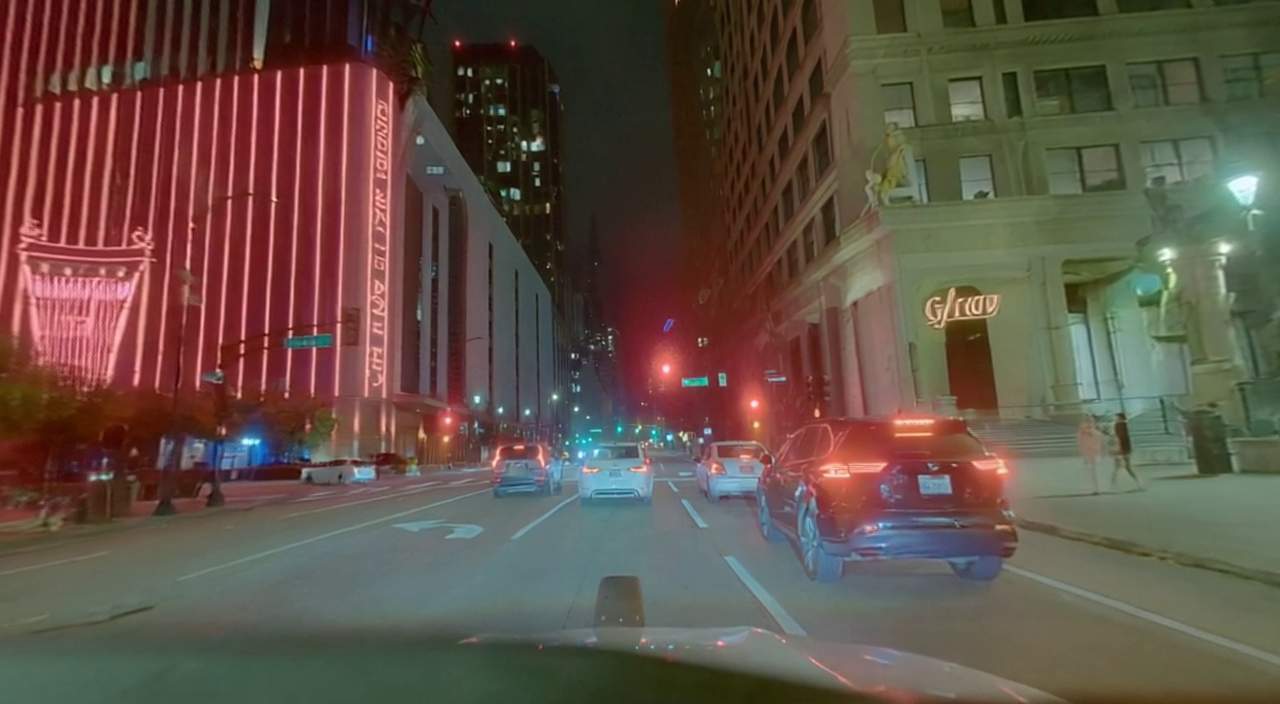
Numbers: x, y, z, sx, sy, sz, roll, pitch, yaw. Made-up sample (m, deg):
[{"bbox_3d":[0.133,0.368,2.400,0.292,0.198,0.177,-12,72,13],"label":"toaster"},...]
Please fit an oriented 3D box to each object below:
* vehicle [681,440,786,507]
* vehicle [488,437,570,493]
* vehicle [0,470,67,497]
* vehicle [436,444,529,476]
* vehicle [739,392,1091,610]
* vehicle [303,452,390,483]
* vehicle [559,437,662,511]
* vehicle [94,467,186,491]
[{"bbox_3d":[2.230,3.034,16.253,1.943,1.449,4.202,0,-9,-1],"label":"vehicle"},{"bbox_3d":[-3.591,3.742,21.321,2.045,1.633,4.864,0,-9,-2],"label":"vehicle"},{"bbox_3d":[-40.160,8.500,40.889,4.224,1.622,1.808,0,-9,-1],"label":"vehicle"},{"bbox_3d":[-9.234,6.323,37.235,4.855,1.769,2.071,5,-10,-30],"label":"vehicle"},{"bbox_3d":[2.616,1.558,7.483,2.096,1.775,4.440,0,-9,-1],"label":"vehicle"},{"bbox_3d":[-18.462,7.206,39.797,4.612,1.752,1.953,6,-10,-35],"label":"vehicle"},{"bbox_3d":[-0.619,2.797,14.956,2.096,1.492,4.071,0,-9,-1],"label":"vehicle"},{"bbox_3d":[-32.298,8.218,40.854,4.392,1.427,1.764,0,-9,-1],"label":"vehicle"}]
